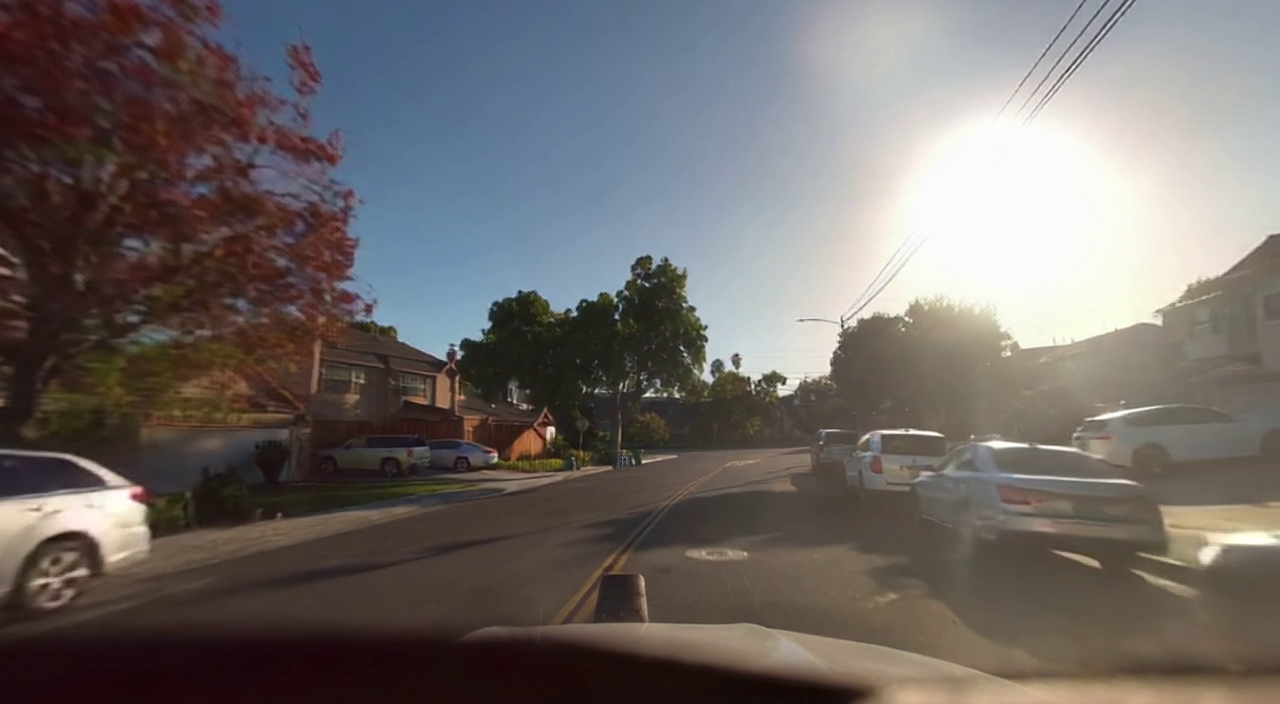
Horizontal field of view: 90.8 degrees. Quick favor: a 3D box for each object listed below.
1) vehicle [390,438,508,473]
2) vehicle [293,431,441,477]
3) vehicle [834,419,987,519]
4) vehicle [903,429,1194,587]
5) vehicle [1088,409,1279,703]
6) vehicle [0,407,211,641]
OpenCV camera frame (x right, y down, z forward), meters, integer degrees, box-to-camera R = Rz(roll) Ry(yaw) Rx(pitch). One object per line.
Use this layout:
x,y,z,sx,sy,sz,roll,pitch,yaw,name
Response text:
-8.283,4.486,27.556,4.455,1.419,2.017,-2,-9,12,vehicle
-10.115,3.794,23.543,4.635,1.594,2.132,-2,-9,13,vehicle
5.655,2.492,13.943,2.194,1.786,4.704,-2,-9,12,vehicle
4.701,1.771,7.977,1.806,1.486,3.535,-2,-9,11,vehicle
3.754,0.809,1.529,2.045,1.478,4.914,-1,-9,5,vehicle
-5.773,1.206,4.233,2.030,1.696,4.828,-1,-9,7,vehicle
